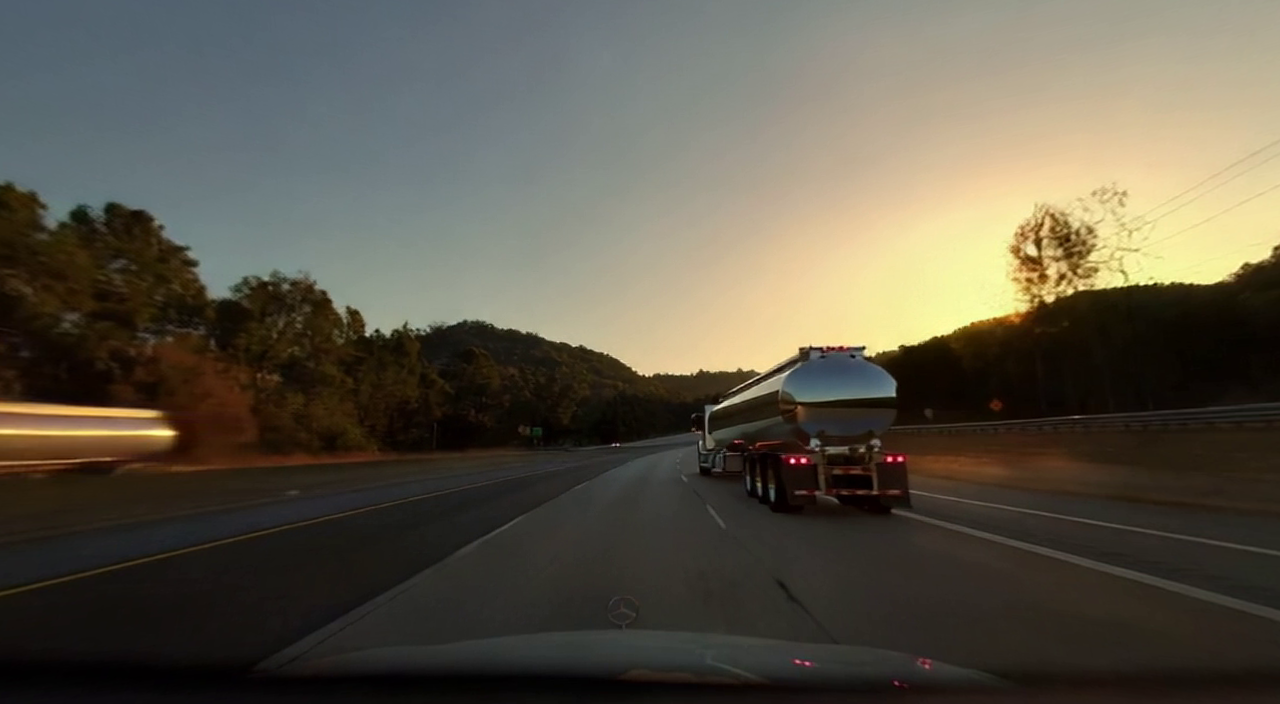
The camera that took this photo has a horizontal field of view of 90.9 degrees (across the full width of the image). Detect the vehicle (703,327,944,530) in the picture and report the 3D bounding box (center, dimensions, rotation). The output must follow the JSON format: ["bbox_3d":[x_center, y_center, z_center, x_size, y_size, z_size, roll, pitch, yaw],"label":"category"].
[{"bbox_3d":[3.968,2.397,18.455,2.880,3.624,14.397,0,-8,1],"label":"vehicle"}]

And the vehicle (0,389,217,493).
[{"bbox_3d":[-24.646,4.185,29.530,2.789,4.030,9.306,-1,-8,3],"label":"vehicle"}]
